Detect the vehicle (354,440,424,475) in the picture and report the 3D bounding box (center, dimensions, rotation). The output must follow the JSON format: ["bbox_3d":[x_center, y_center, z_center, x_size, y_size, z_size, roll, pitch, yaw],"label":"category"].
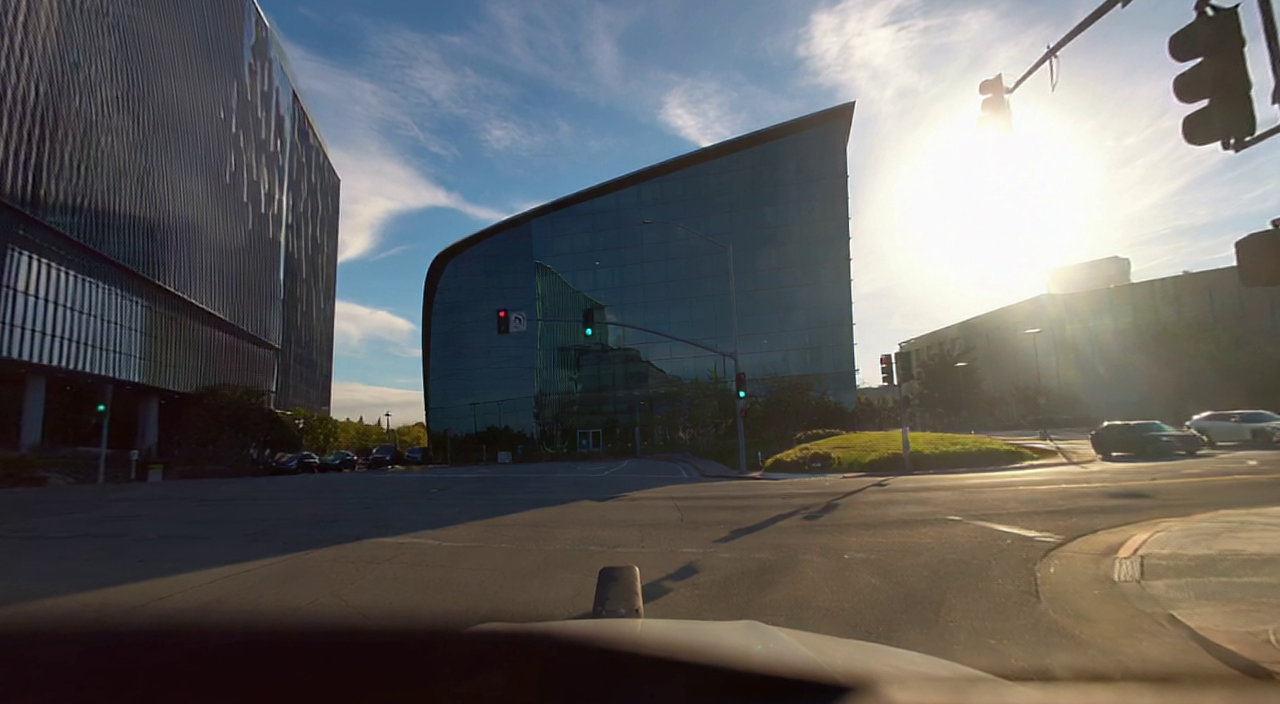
[{"bbox_3d":[-14.886,6.284,37.639,2.091,1.915,5.040,0,-9,0],"label":"vehicle"}]

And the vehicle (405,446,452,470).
[{"bbox_3d":[-15.136,7.599,45.284,1.932,1.605,4.146,1,-9,-1],"label":"vehicle"}]

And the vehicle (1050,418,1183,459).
[{"bbox_3d":[19.065,3.524,25.510,1.834,1.480,4.458,1,-9,-1],"label":"vehicle"}]

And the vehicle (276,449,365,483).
[{"bbox_3d":[-14.816,5.291,29.535,1.790,1.437,4.349,0,-9,2],"label":"vehicle"}]

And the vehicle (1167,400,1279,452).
[{"bbox_3d":[24.406,3.024,25.192,2.109,1.836,5.080,-2,-10,-1],"label":"vehicle"}]
